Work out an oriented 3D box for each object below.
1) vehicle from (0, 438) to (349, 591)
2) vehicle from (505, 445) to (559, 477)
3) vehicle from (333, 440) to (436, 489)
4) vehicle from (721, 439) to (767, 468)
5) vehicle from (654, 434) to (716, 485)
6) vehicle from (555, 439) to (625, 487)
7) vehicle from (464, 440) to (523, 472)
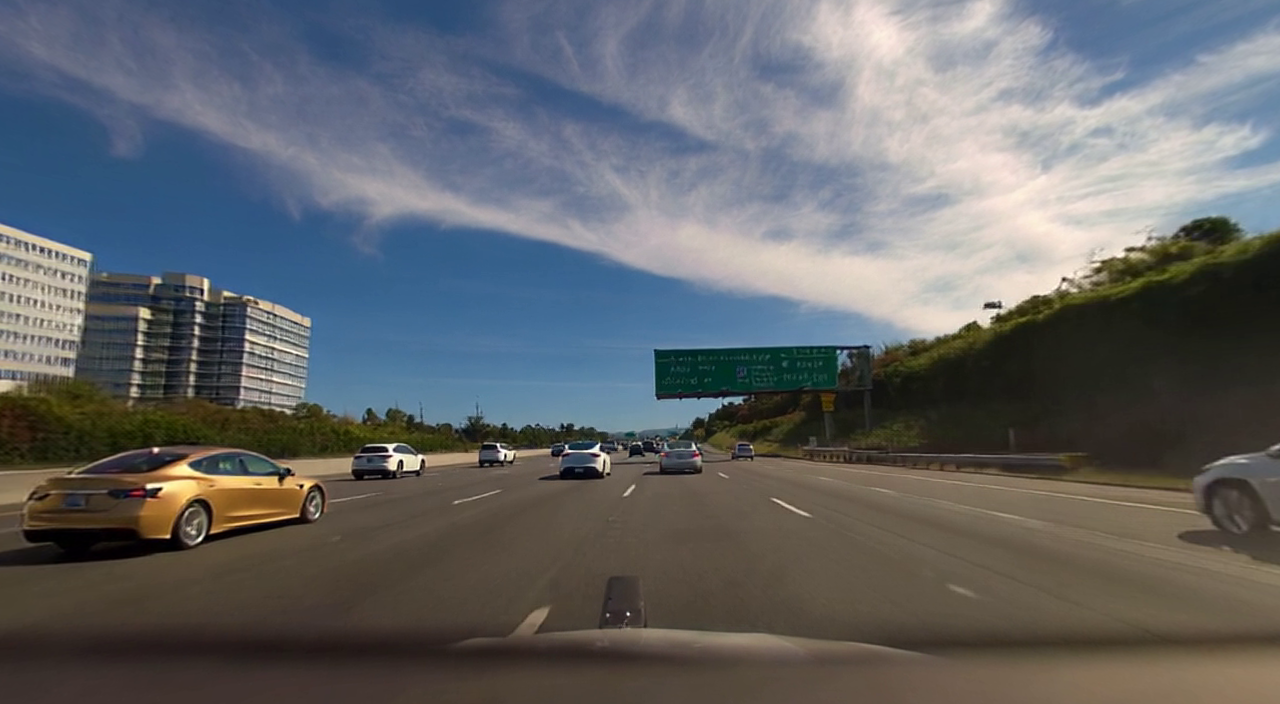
[{"bbox_3d":[-6.224,1.948,8.606,2.116,1.473,4.644,-1,-8,2],"label":"vehicle"},{"bbox_3d":[-5.432,5.510,32.164,1.886,1.455,4.148,-1,-8,2],"label":"vehicle"},{"bbox_3d":[-9.561,4.225,24.042,1.947,1.683,4.331,-1,-8,3],"label":"vehicle"},{"bbox_3d":[6.545,6.414,40.059,2.071,1.754,4.484,0,-8,-1],"label":"vehicle"},{"bbox_3d":[1.605,4.023,23.943,2.114,1.715,4.136,-1,-8,1],"label":"vehicle"},{"bbox_3d":[-1.773,4.097,23.714,2.102,1.624,4.257,-1,-8,3],"label":"vehicle"},{"bbox_3d":[-8.920,6.359,38.849,2.186,1.851,5.085,-1,-8,3],"label":"vehicle"}]
